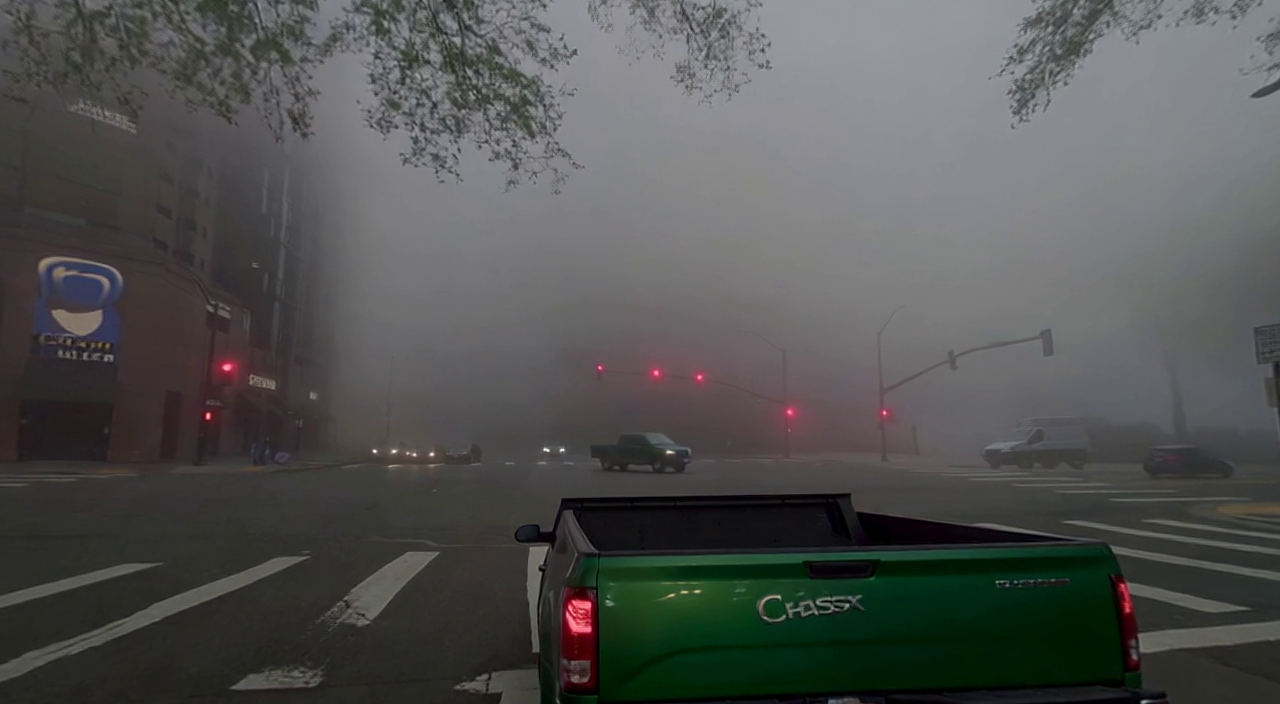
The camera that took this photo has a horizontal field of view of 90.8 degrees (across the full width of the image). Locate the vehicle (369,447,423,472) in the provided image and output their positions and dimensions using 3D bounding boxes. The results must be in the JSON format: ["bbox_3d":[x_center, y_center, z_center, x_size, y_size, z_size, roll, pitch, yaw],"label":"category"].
[{"bbox_3d":[-16.232,7.137,42.241,1.883,1.586,4.297,0,-9,0],"label":"vehicle"}]

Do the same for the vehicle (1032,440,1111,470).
[{"bbox_3d":[26.362,6.264,38.546,4.541,1.731,2.007,5,-10,-28],"label":"vehicle"}]

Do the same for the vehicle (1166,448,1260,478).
[{"bbox_3d":[30.316,5.805,33.379,4.658,1.478,1.946,4,-9,-26],"label":"vehicle"}]

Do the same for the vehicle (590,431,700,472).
[{"bbox_3d":[0.147,5.045,32.176,2.289,1.927,5.667,8,-12,-42],"label":"vehicle"}]

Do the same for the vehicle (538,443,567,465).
[{"bbox_3d":[-6.349,7.400,46.087,1.879,1.464,4.457,1,-8,-5],"label":"vehicle"}]

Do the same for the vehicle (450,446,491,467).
[{"bbox_3d":[-12.603,7.760,47.099,1.946,1.474,4.008,0,-9,0],"label":"vehicle"}]
